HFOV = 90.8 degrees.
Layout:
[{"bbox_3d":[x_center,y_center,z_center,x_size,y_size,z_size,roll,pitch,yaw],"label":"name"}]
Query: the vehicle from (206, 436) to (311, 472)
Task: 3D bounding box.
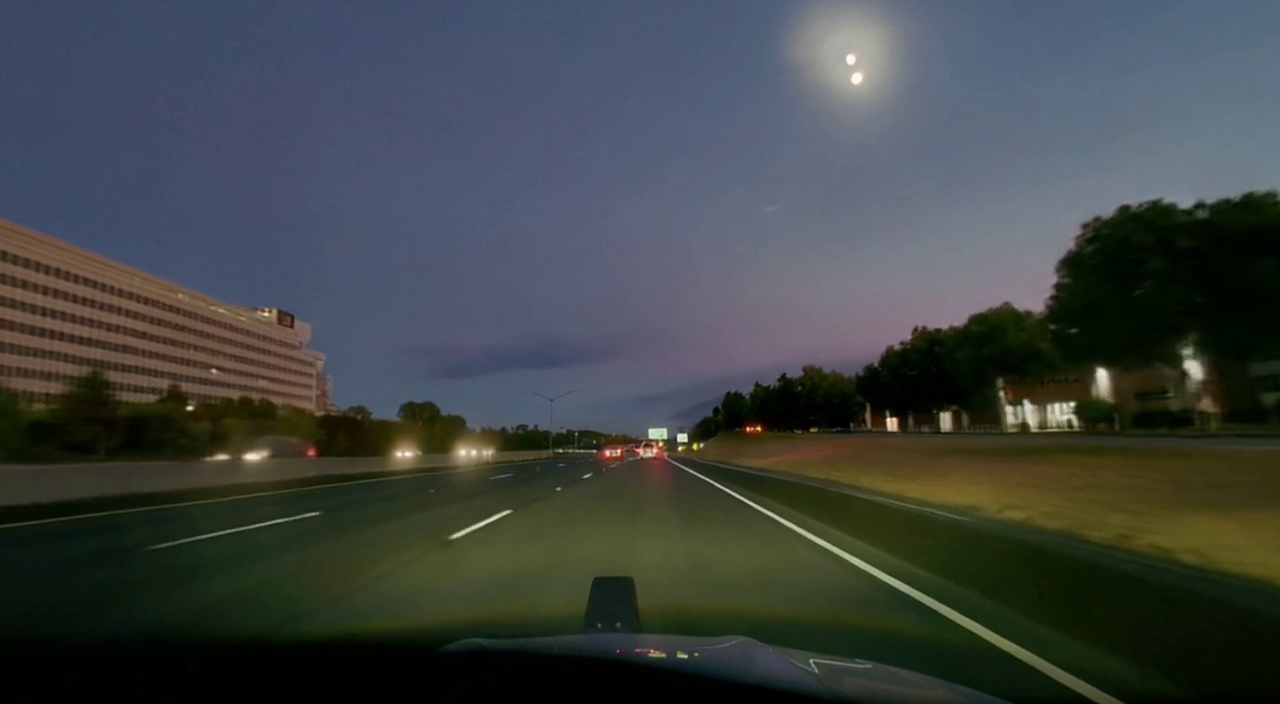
[{"bbox_3d":[-18.330,4.909,30.673,1.956,1.578,4.787,-1,-8,2],"label":"vehicle"}]
